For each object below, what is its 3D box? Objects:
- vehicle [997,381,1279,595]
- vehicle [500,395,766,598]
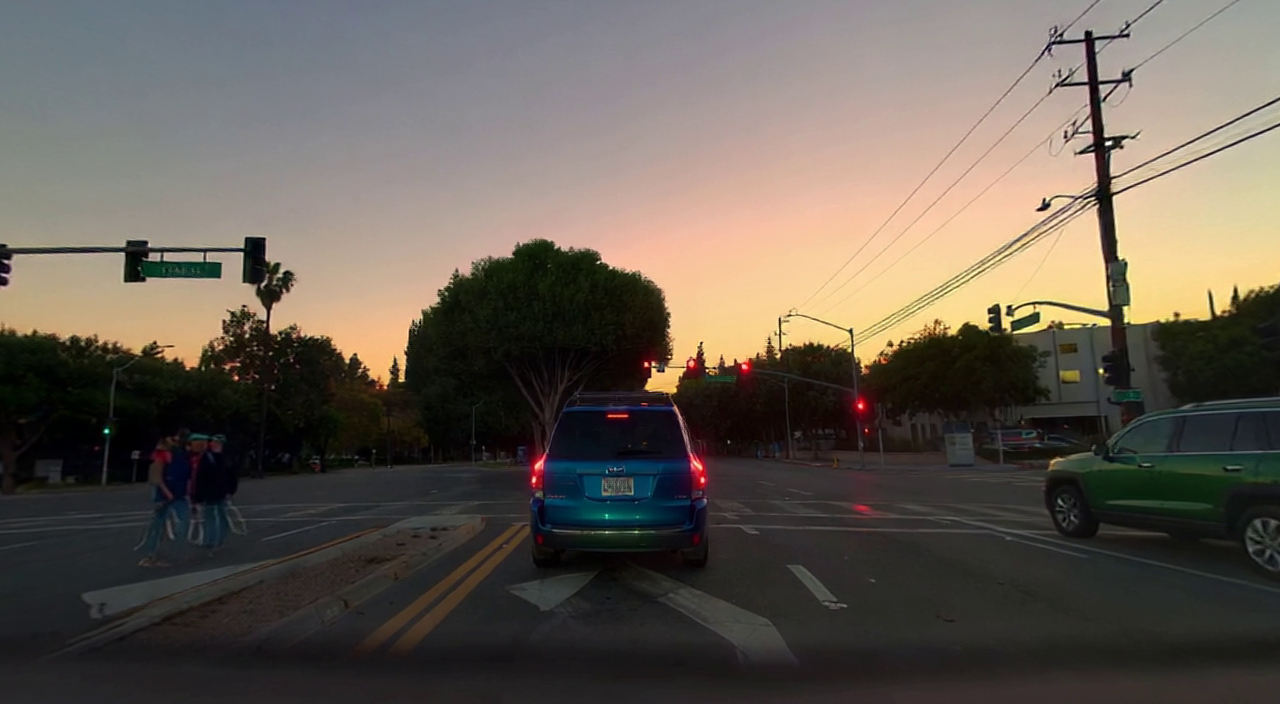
[{"bbox_3d":[6.580,1.440,7.243,2.119,1.827,4.806,0,-9,0],"label":"vehicle"},{"bbox_3d":[-0.096,1.560,7.638,2.285,1.729,4.252,0,-9,-1],"label":"vehicle"}]
